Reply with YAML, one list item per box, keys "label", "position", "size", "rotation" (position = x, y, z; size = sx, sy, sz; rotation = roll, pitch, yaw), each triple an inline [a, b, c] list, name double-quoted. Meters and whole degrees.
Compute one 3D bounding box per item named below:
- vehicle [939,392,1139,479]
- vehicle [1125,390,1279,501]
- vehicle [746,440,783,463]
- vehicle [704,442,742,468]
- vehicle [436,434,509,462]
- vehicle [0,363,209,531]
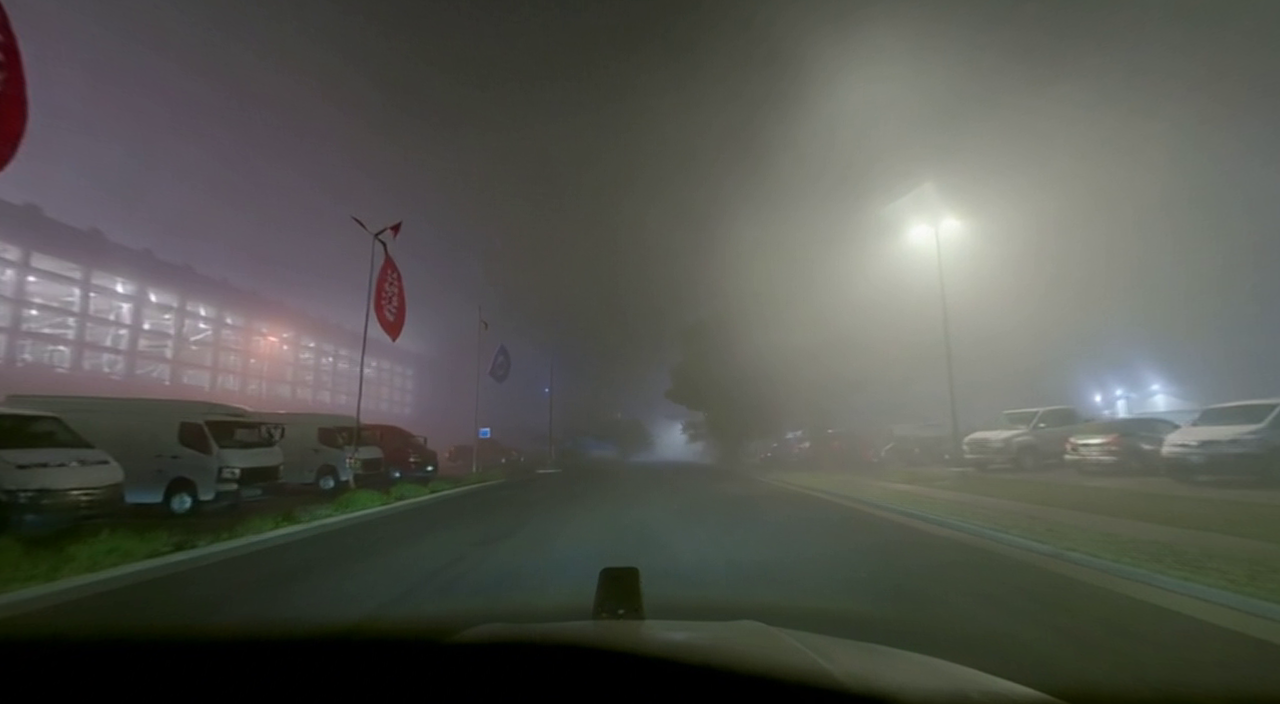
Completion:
- label: "vehicle"
  position: [11.824, 2.468, 18.626]
  size: [6.017, 2.202, 2.328]
  rotation: [4, -10, -30]
- label: "vehicle"
  position: [11.955, 1.738, 11.888]
  size: [5.427, 1.722, 2.235]
  rotation: [4, -9, -27]
- label: "vehicle"
  position: [9.852, 7.818, 49.810]
  size: [2.021, 1.753, 4.342]
  rotation: [-4, -9, 22]
- label: "vehicle"
  position: [5.496, 6.883, 42.436]
  size: [2.026, 1.659, 4.314]
  rotation: [-1, -8, 0]
- label: "vehicle"
  position: [-12.915, 7.386, 48.537]
  size: [5.672, 1.963, 2.189]
  rotation: [-6, -10, 35]
- label: "vehicle"
  position: [-11.215, 1.695, 11.357]
  size: [5.128, 2.664, 2.327]
  rotation: [-1, -8, 1]
